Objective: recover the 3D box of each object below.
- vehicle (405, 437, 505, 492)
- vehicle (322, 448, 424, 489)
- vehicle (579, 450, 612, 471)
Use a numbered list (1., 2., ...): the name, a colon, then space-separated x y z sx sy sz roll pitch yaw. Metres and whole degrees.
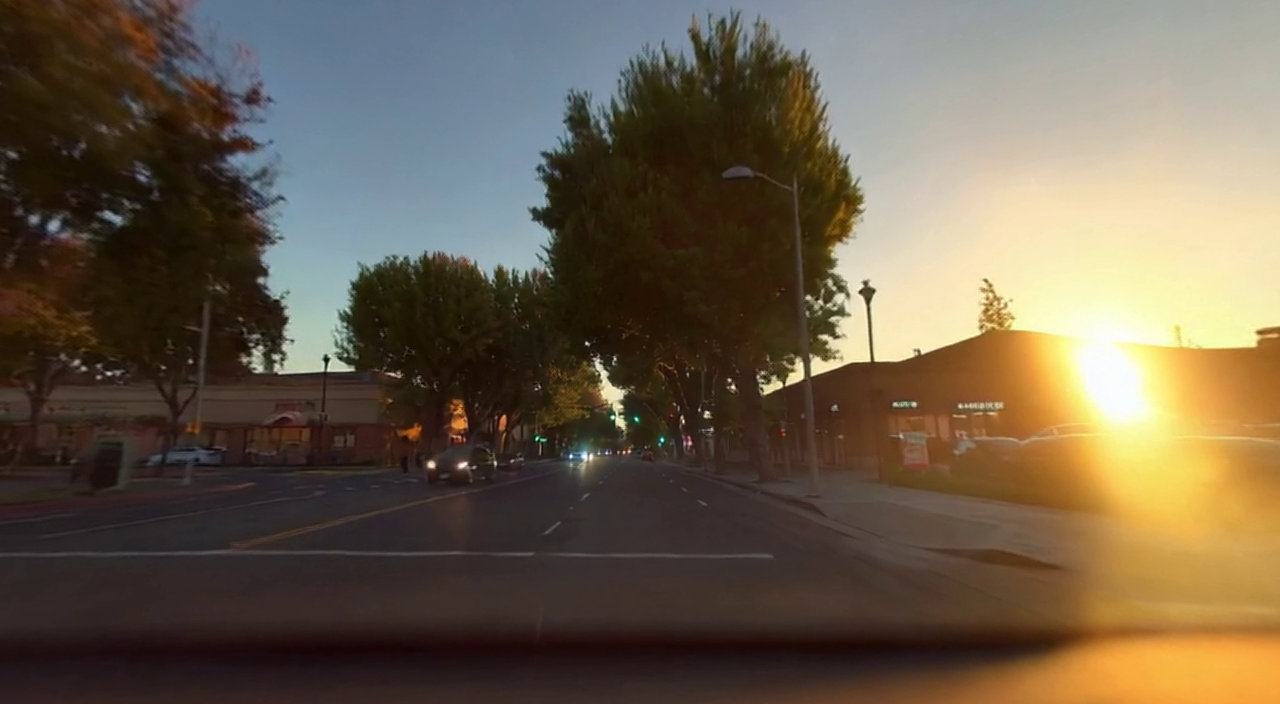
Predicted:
1. vehicle: -6.789 4.193 23.839 2.322 1.819 4.651 0 -9 0
2. vehicle: -10.186 4.474 24.557 2.012 1.429 4.462 0 -9 0
3. vehicle: -3.250 8.141 47.401 2.122 1.469 4.388 0 -9 1
